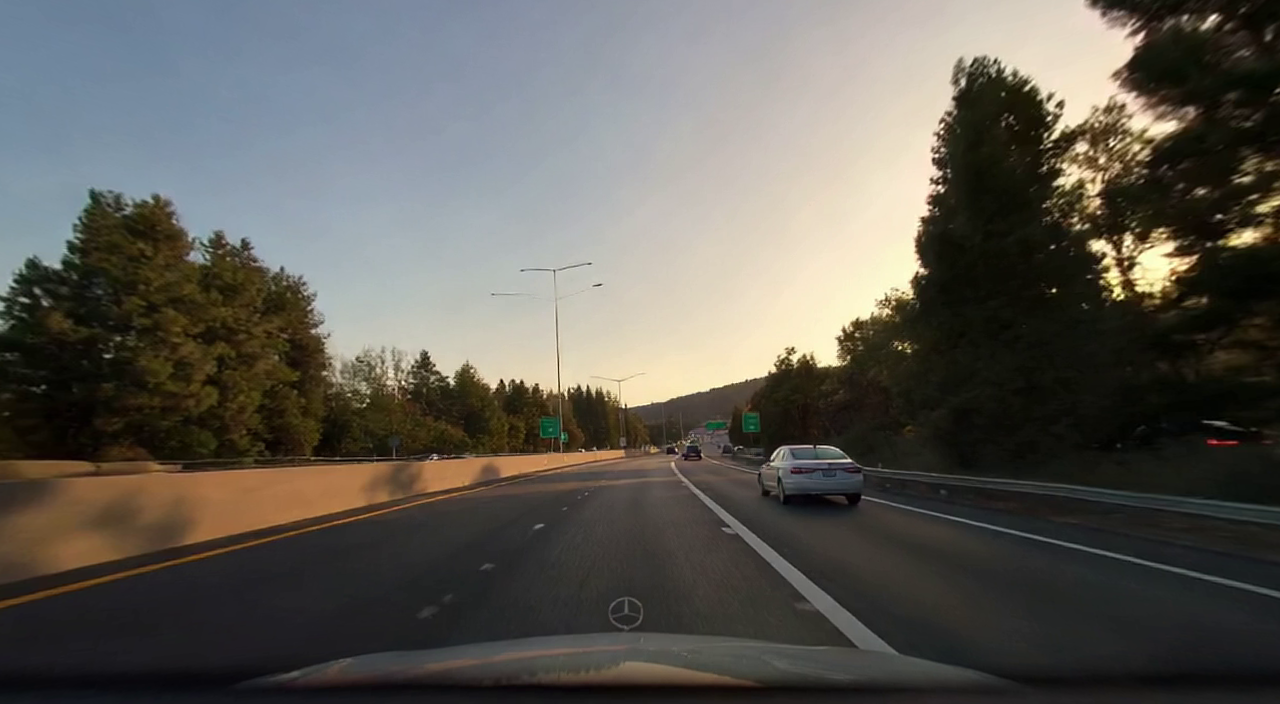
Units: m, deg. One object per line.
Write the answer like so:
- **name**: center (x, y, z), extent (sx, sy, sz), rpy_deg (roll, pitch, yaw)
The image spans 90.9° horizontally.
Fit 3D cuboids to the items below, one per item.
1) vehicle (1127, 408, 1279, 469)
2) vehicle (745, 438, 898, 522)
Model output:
- **vehicle**: center (19.973, 3.116, 22.423), extent (2.131, 1.902, 4.846), rpy_deg (-2, -9, 12)
- **vehicle**: center (3.534, 2.575, 13.195), extent (1.938, 1.456, 4.204), rpy_deg (0, -9, 0)
